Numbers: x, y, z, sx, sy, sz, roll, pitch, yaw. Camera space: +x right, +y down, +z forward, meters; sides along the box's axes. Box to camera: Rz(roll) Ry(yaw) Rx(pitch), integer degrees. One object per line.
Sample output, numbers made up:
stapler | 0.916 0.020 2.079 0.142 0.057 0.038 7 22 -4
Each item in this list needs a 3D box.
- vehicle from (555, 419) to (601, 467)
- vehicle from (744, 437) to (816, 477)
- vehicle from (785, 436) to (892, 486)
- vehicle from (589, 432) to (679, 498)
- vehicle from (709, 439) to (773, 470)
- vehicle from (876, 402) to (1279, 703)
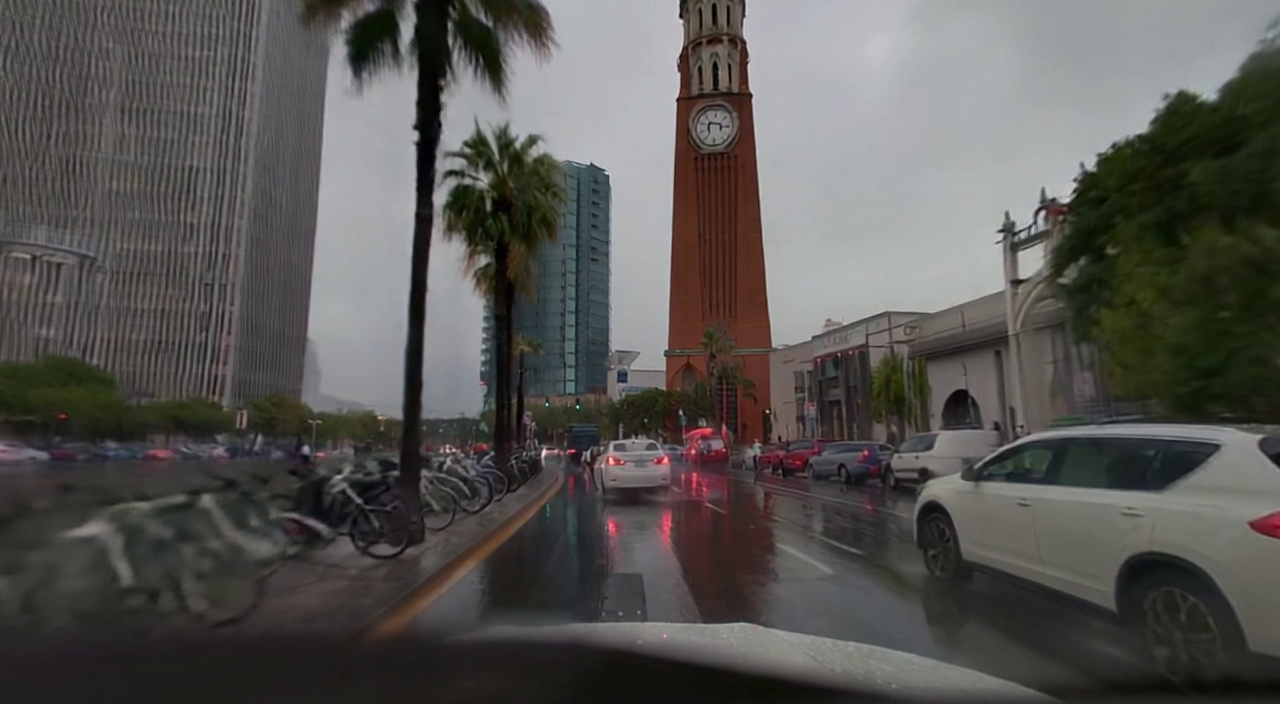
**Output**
vehicle | -4.190 6.024 41.695 2.400 2.872 6.053 2 -9 -11
vehicle | 6.467 4.903 29.717 1.860 1.684 4.211 1 -9 -8
vehicle | 7.185 3.975 23.437 2.067 1.641 4.569 1 -9 -6
vehicle | -0.294 3.049 17.409 2.111 1.605 3.832 1 -9 -6
vehicle | 5.518 5.708 35.370 1.945 1.623 5.013 2 -9 -11
vehicle | 3.672 1.207 4.273 2.116 1.500 4.702 0 -9 -3
